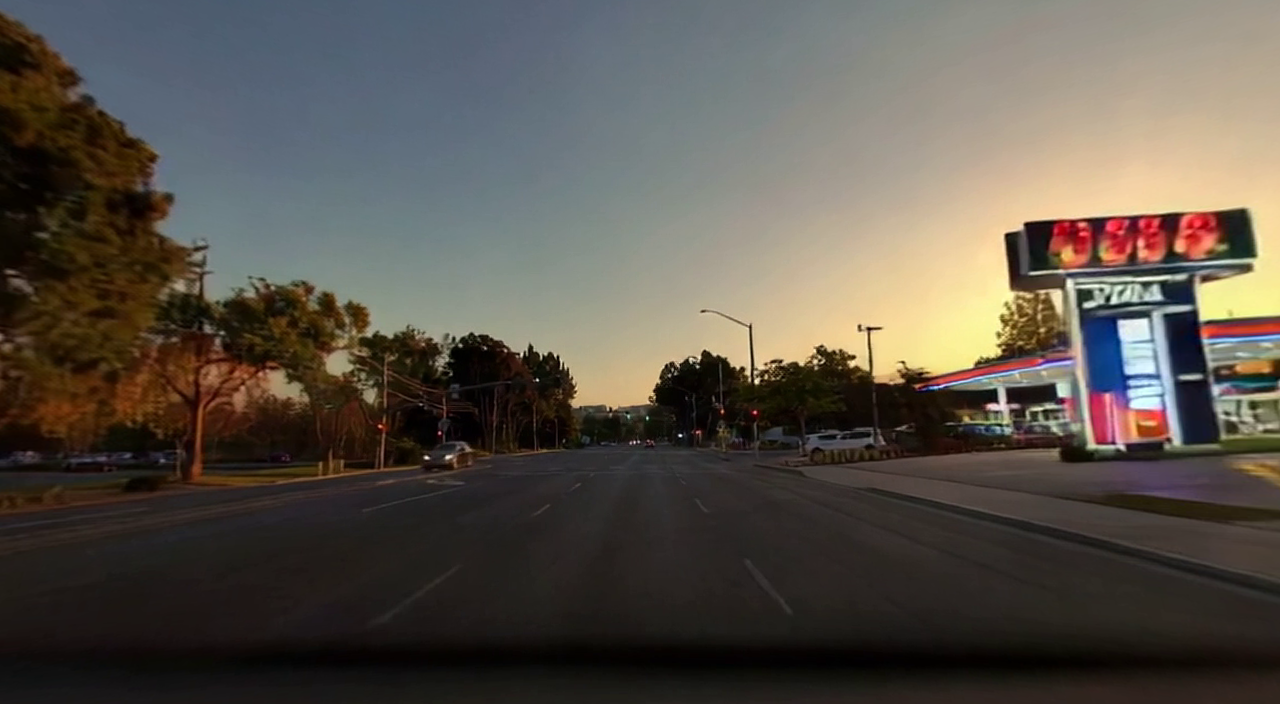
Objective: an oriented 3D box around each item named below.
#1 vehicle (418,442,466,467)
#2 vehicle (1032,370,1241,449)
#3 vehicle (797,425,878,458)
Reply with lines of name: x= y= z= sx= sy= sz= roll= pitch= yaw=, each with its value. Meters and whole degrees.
vehicle: x=-15.126 y=7.822 z=48.344 sx=2.028 sy=1.850 sz=4.746 roll=0 pitch=-8 yaw=1
vehicle: x=24.350 y=2.961 z=31.224 sx=7.750 sy=3.426 sz=3.178 roll=2 pitch=-9 yaw=-4
vehicle: x=13.773 y=6.276 z=44.199 sx=4.821 sy=1.788 sz=2.132 roll=-5 pitch=-7 yaw=1
